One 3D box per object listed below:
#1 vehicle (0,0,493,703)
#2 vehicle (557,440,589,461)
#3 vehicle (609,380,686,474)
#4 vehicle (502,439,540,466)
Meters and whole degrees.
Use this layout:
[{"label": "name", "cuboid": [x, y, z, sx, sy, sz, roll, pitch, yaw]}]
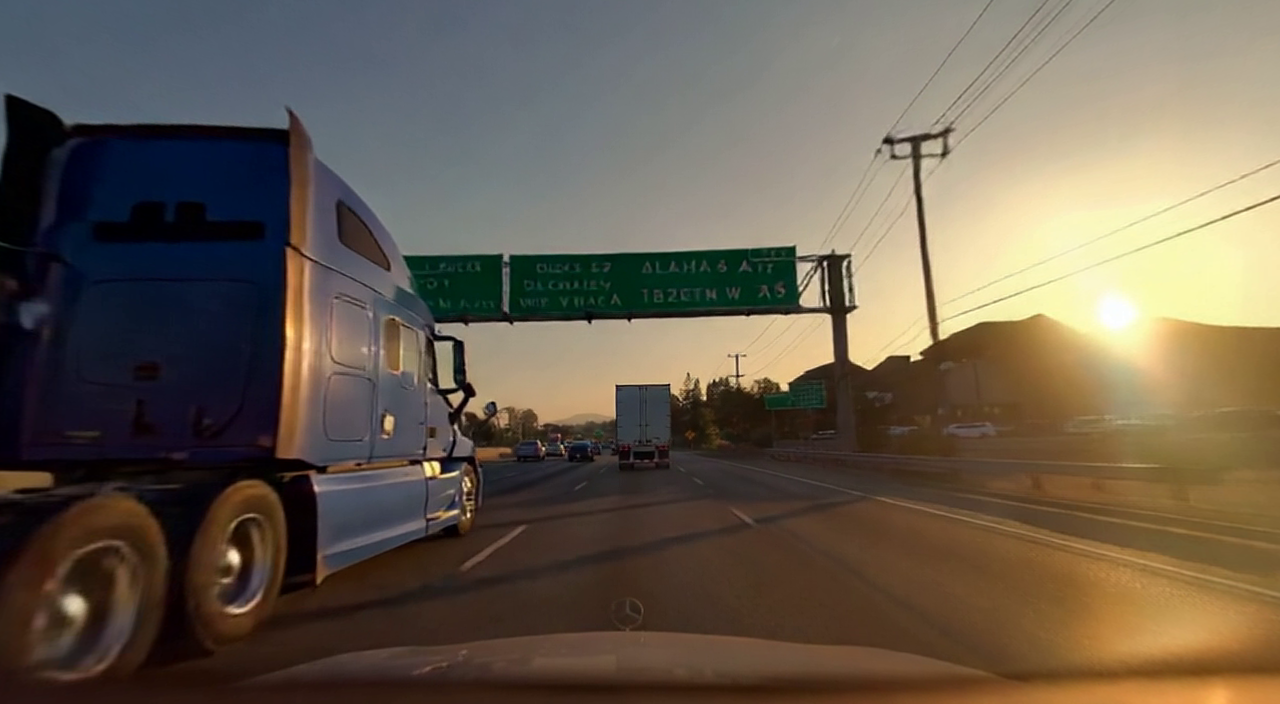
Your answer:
[{"label": "vehicle", "cuboid": [-3.947, 0.266, 5.726, 3.061, 3.891, 8.658, 0, -9, 0]}, {"label": "vehicle", "cuboid": [-4.873, 7.223, 46.234, 1.933, 1.459, 4.478, 0, -9, -1]}, {"label": "vehicle", "cuboid": [0.259, 3.620, 29.223, 2.941, 3.604, 9.851, 0, -9, 0]}, {"label": "vehicle", "cuboid": [-7.145, 6.065, 38.106, 1.736, 1.580, 2.778, 0, -9, 0]}]
